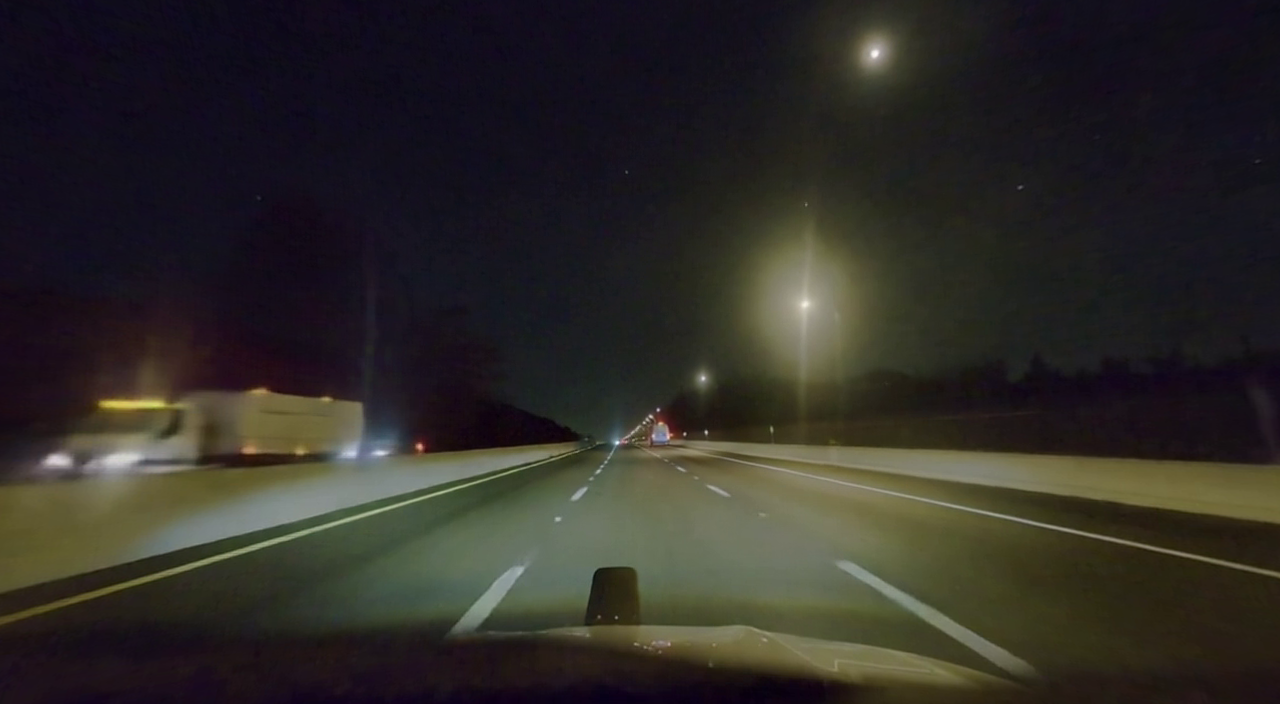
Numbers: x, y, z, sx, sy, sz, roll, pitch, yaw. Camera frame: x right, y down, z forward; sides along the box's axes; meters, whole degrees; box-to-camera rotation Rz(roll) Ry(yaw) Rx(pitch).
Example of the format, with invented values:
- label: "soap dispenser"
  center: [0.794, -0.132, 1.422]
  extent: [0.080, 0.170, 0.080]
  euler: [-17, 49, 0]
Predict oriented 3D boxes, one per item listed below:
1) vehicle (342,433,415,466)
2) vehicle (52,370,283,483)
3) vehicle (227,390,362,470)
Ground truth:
- label: "vehicle"
  center: [-13.894, 5.200, 33.724]
  extent: [2.091, 1.638, 4.615]
  euler: [0, -8, -2]
- label: "vehicle"
  center: [-19.624, 3.333, 27.310]
  extent: [3.015, 4.022, 9.156]
  euler: [-1, -8, -2]
- label: "vehicle"
  center: [-19.883, 4.666, 37.186]
  extent: [2.854, 4.064, 9.261]
  euler: [-1, -8, -1]
